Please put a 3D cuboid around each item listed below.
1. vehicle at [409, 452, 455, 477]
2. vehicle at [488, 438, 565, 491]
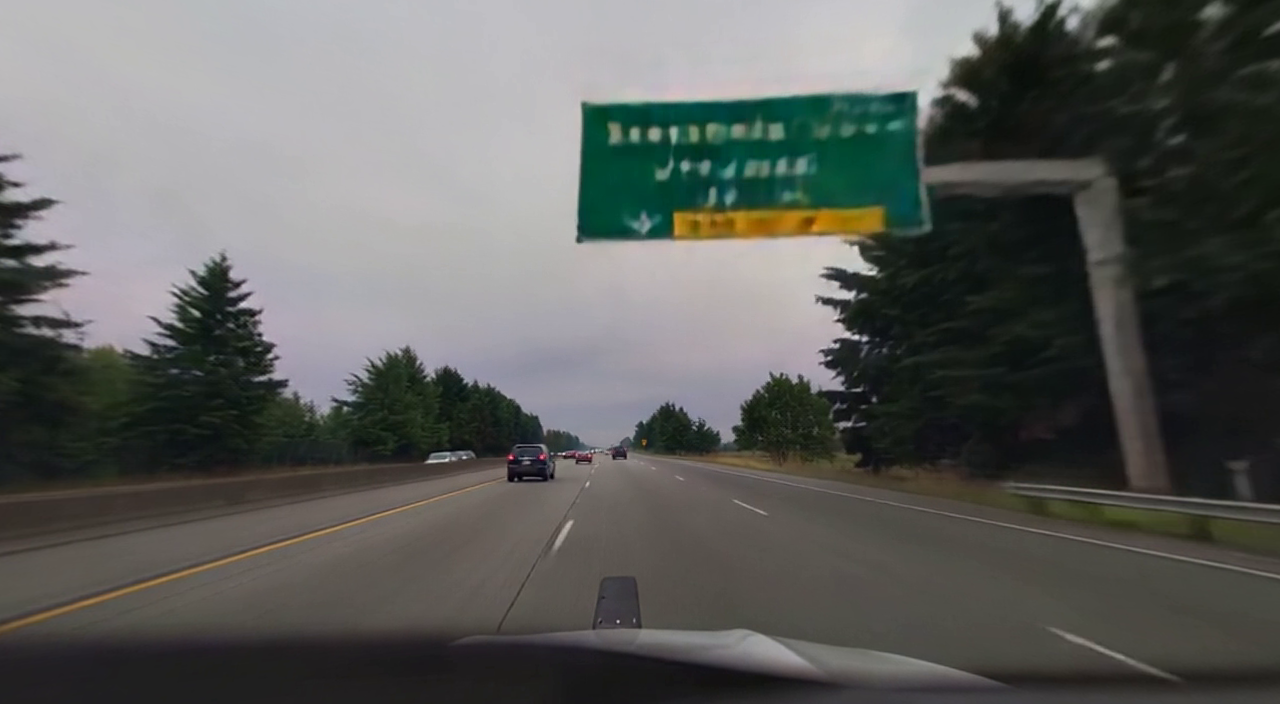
[{"bbox_3d":[-13.949,7.539,42.274,1.860,1.507,3.987,0,-9,-2],"label":"vehicle"},{"bbox_3d":[-3.964,4.004,22.611,2.151,1.693,4.201,0,-9,-2],"label":"vehicle"}]
